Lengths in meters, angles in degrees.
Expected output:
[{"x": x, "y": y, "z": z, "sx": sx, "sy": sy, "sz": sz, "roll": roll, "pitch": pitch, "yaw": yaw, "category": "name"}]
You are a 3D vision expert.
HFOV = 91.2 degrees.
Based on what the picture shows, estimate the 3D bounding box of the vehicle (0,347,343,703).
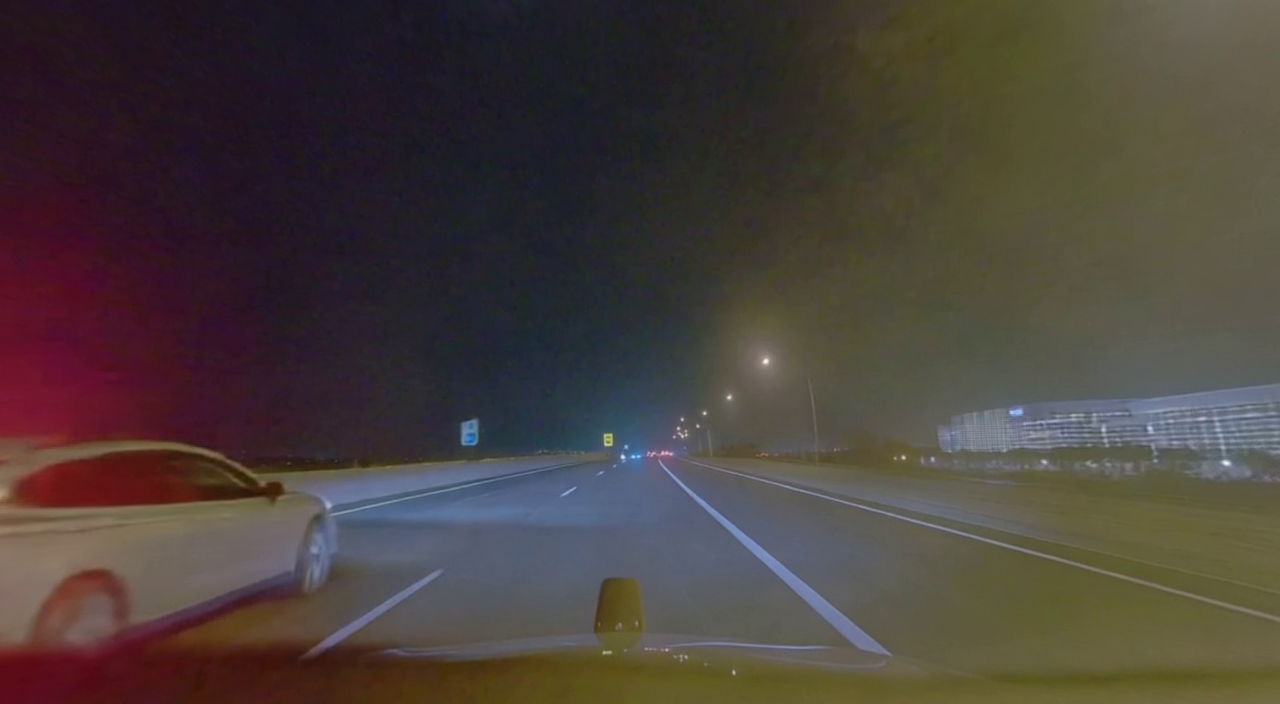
[{"x": -3.749, "y": 0.871, "z": 2.886, "sx": 2.327, "sy": 1.647, "sz": 4.908, "roll": 0, "pitch": -9, "yaw": 0, "category": "vehicle"}]
